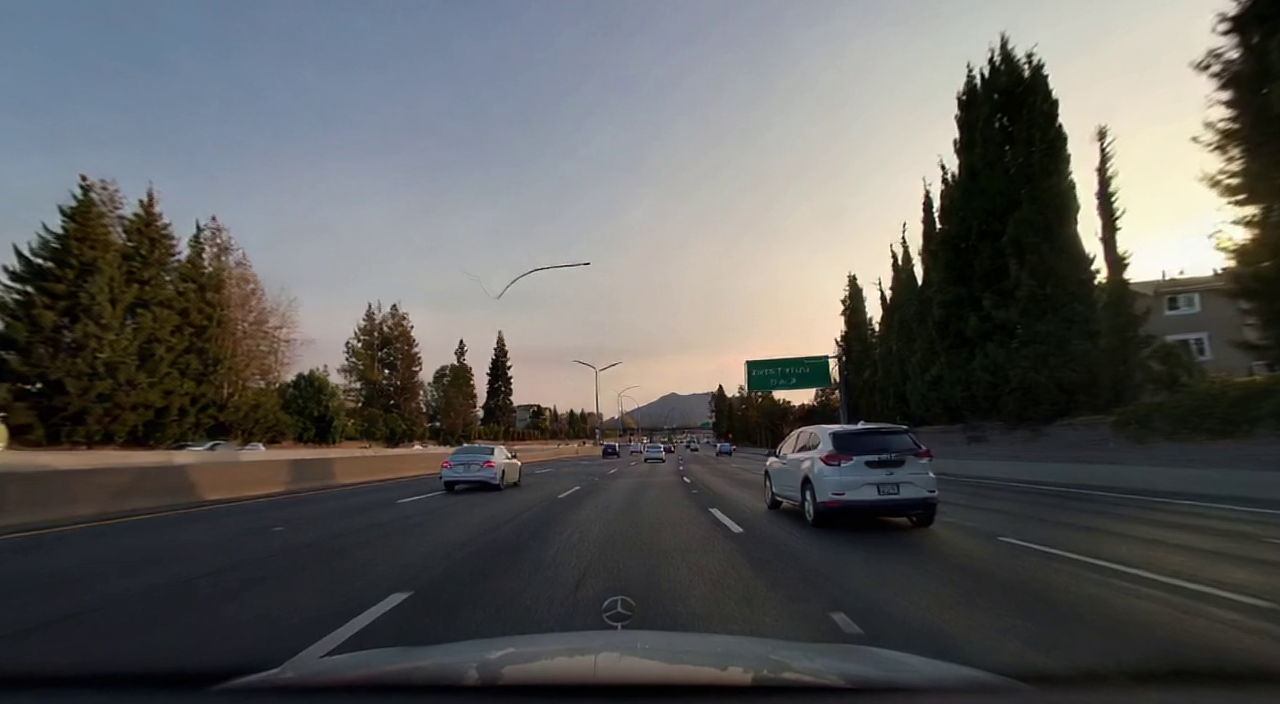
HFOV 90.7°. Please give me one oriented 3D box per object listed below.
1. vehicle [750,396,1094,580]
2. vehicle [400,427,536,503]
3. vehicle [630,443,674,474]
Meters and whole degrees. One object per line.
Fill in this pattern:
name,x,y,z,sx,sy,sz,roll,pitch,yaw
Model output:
vehicle,3.319,1.757,9.052,2.463,1.851,5.122,0,-8,-1
vehicle,-4.275,2.884,16.568,2.260,1.706,4.177,0,-8,2
vehicle,0.641,5.524,33.115,2.146,1.485,4.332,0,-8,2
